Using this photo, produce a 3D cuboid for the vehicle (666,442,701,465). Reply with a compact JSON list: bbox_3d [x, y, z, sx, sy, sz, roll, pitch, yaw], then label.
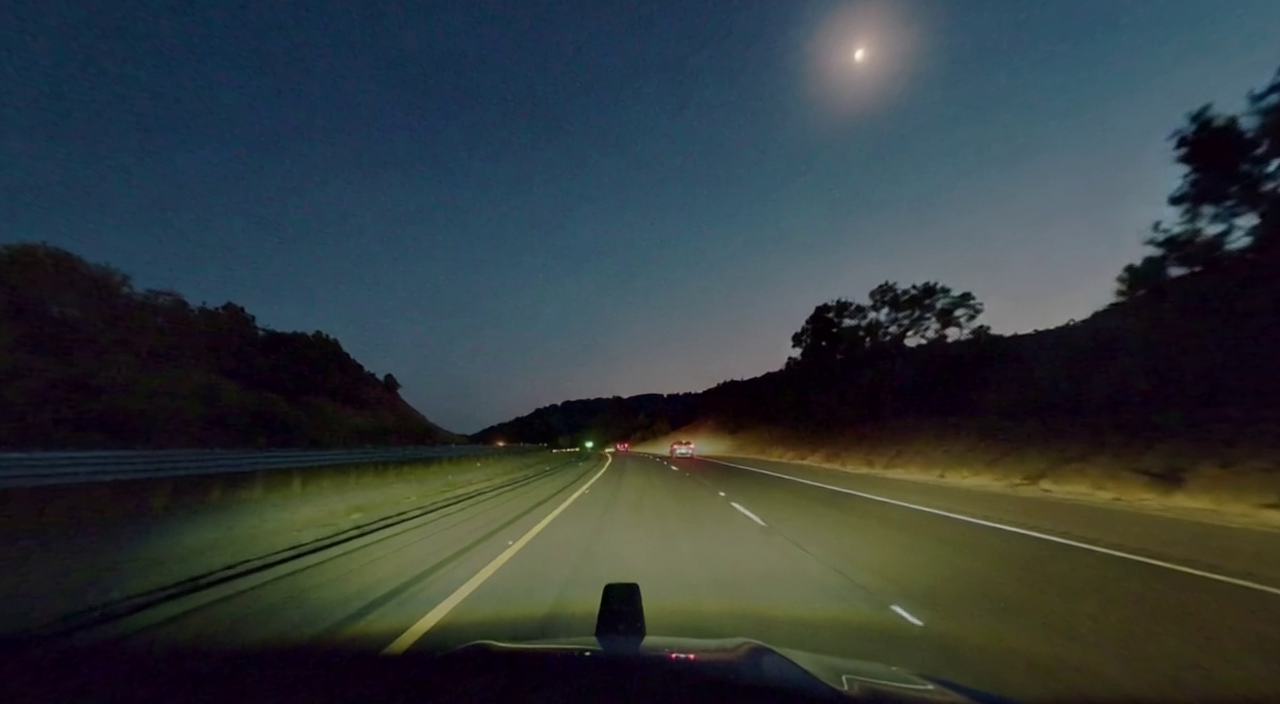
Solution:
[{"bbox_3d":[3.017,7.175,44.808,1.960,1.516,4.657,0,-8,-3],"label":"vehicle"}]
